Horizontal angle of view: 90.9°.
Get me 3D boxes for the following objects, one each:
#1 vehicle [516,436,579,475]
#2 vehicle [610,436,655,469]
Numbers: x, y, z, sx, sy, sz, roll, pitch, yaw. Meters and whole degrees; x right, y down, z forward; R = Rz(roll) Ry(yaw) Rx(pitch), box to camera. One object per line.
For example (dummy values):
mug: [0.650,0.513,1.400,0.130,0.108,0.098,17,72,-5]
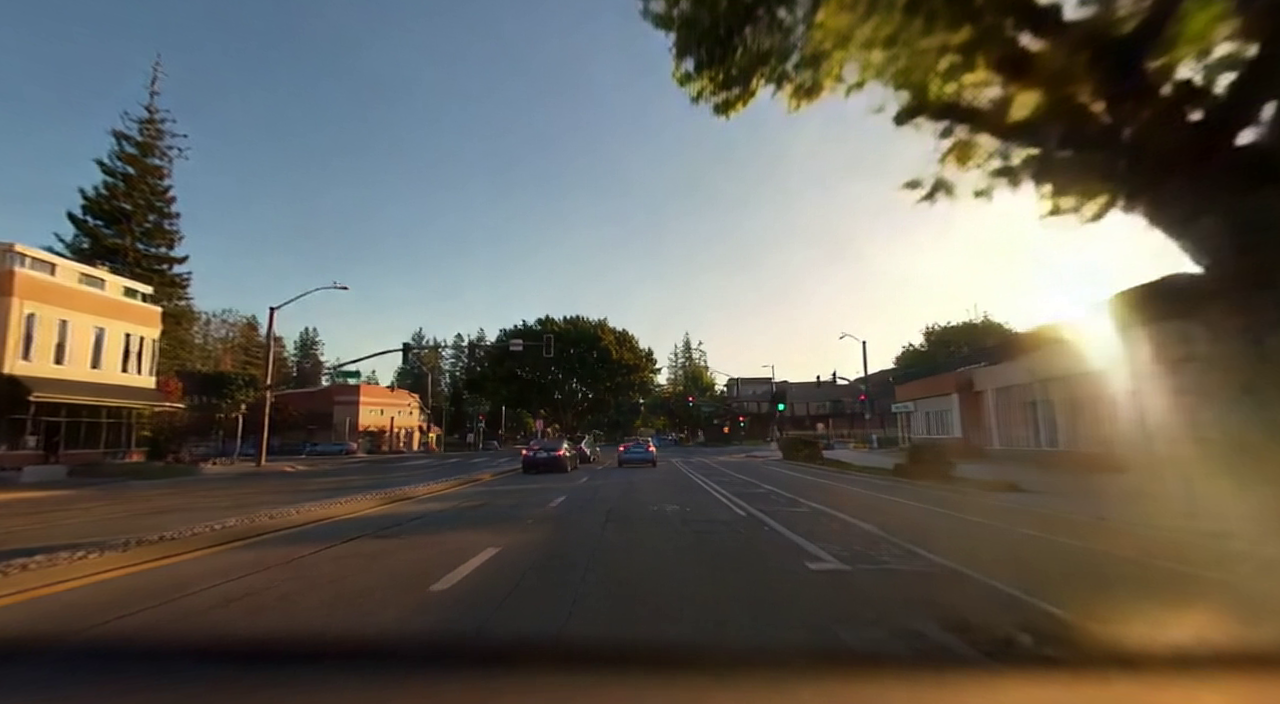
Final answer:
vehicle: [-3.793,4.331,26.649,1.942,1.497,4.561,0,-8,0]
vehicle: [-0.373,4.941,31.147,2.066,1.482,3.923,0,-8,-1]
